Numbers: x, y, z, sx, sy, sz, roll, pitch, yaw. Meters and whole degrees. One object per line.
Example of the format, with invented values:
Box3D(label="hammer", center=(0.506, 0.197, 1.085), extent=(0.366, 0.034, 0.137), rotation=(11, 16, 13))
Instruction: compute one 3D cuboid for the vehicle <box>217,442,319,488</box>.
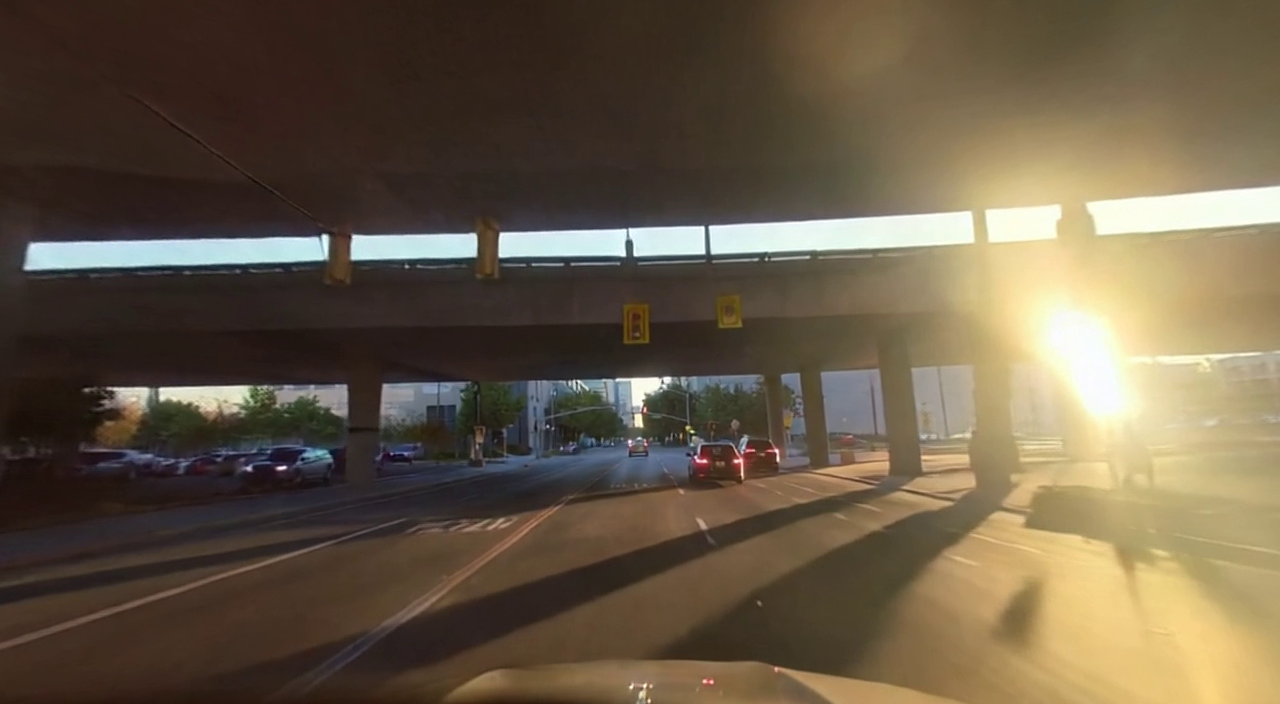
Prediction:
Box3D(label="vehicle", center=(-17.992, 5.426, 30.793), extent=(2.167, 2.024, 4.589), rotation=(0, -8, -1))

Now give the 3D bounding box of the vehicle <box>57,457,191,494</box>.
Box3D(label="vehicle", center=(-24.569, 5.866, 30.339), extent=(2.128, 1.493, 4.955), rotation=(-1, -8, 2))

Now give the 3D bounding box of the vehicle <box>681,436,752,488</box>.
Box3D(label="vehicle", center=(2.499, 3.697, 21.540), extent=(1.947, 1.576, 3.825), rotation=(0, -8, 0))

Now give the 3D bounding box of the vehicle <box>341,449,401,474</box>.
Box3D(label="vehicle", center=(-17.777, 7.252, 41.932), extent=(1.985, 1.505, 4.275), rotation=(-1, -8, 2))

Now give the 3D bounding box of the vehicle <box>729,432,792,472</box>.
Box3D(label="vehicle", center=(6.858, 5.781, 36.677), extent=(2.433, 2.116, 5.789), rotation=(0, -8, -1))
